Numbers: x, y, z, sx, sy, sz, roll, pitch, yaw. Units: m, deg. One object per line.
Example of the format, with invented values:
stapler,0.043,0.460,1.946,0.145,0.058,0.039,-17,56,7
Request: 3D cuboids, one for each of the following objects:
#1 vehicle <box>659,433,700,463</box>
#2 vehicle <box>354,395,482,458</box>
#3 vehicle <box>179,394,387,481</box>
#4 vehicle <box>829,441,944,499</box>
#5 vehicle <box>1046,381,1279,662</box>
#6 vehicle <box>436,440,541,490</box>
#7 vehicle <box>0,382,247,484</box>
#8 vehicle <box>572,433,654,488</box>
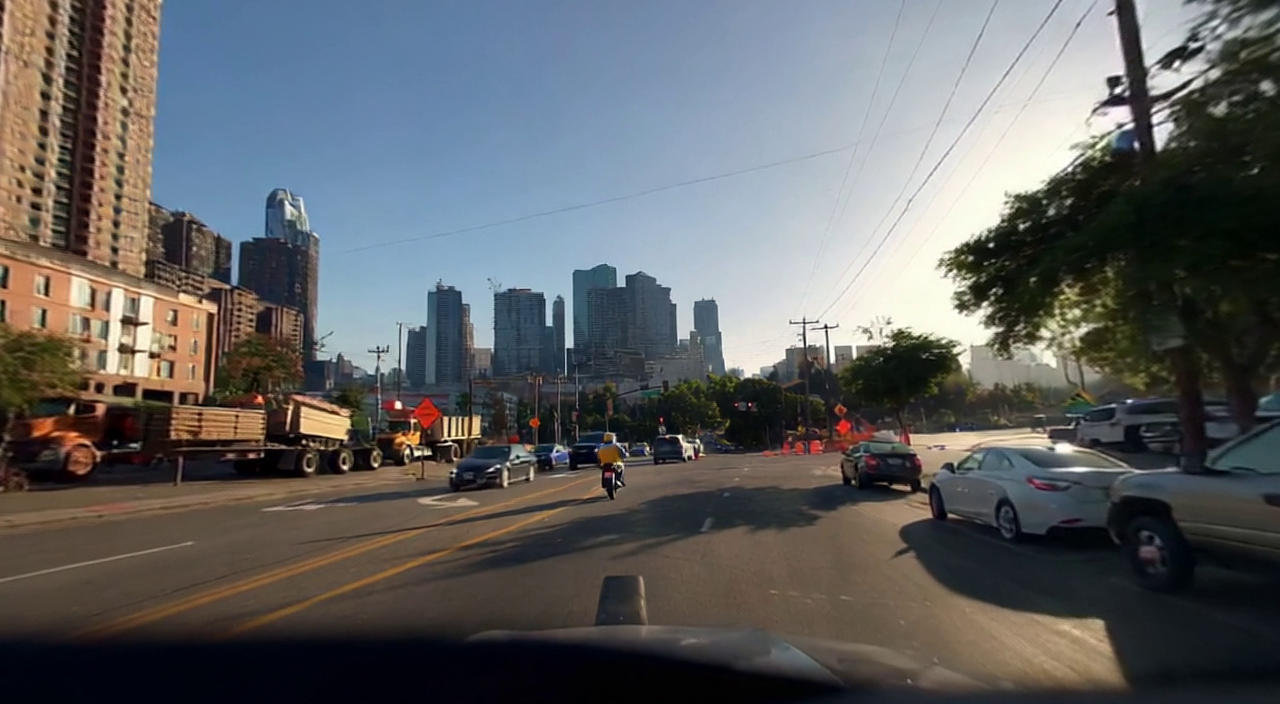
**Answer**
vehicle,2.799,6.635,43.630,2.295,1.929,5.498,-1,-8,9
vehicle,-13.133,4.718,38.714,2.996,3.170,10.153,-5,-9,8
vehicle,-14.776,3.754,27.478,2.990,3.144,9.080,-1,-8,6
vehicle,6.981,3.352,18.430,1.973,1.457,4.522,-1,-8,6
vehicle,5.382,1.109,4.117,2.387,1.820,5.286,-1,-8,6
vehicle,-5.025,3.816,21.709,2.105,1.509,4.753,-1,-8,4
vehicle,-20.802,3.331,25.969,3.283,3.441,8.669,-1,-8,4
vehicle,-0.766,3.530,20.852,1.925,1.602,4.090,-1,-8,8
